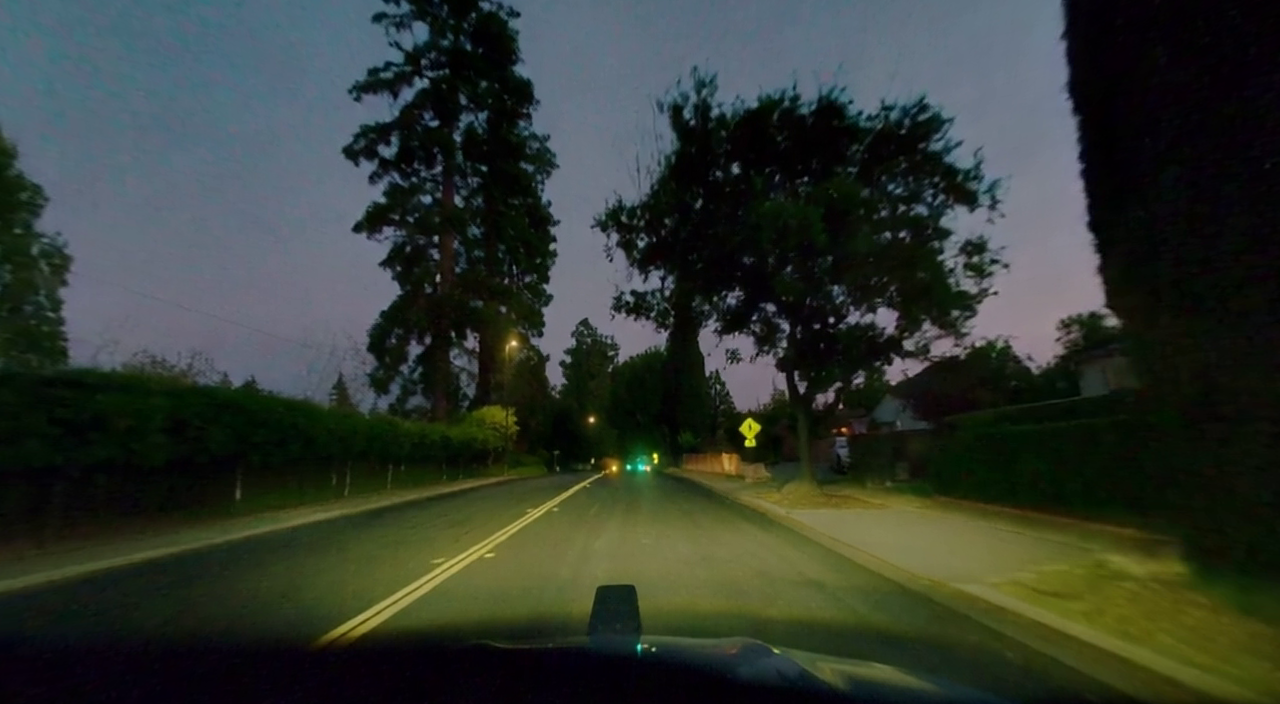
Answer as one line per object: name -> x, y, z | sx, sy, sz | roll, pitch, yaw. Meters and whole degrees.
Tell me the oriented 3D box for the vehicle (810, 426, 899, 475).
vehicle -> 9.882, 4.615, 29.748 | 2.335, 2.028, 6.172 | -1, -9, 4
